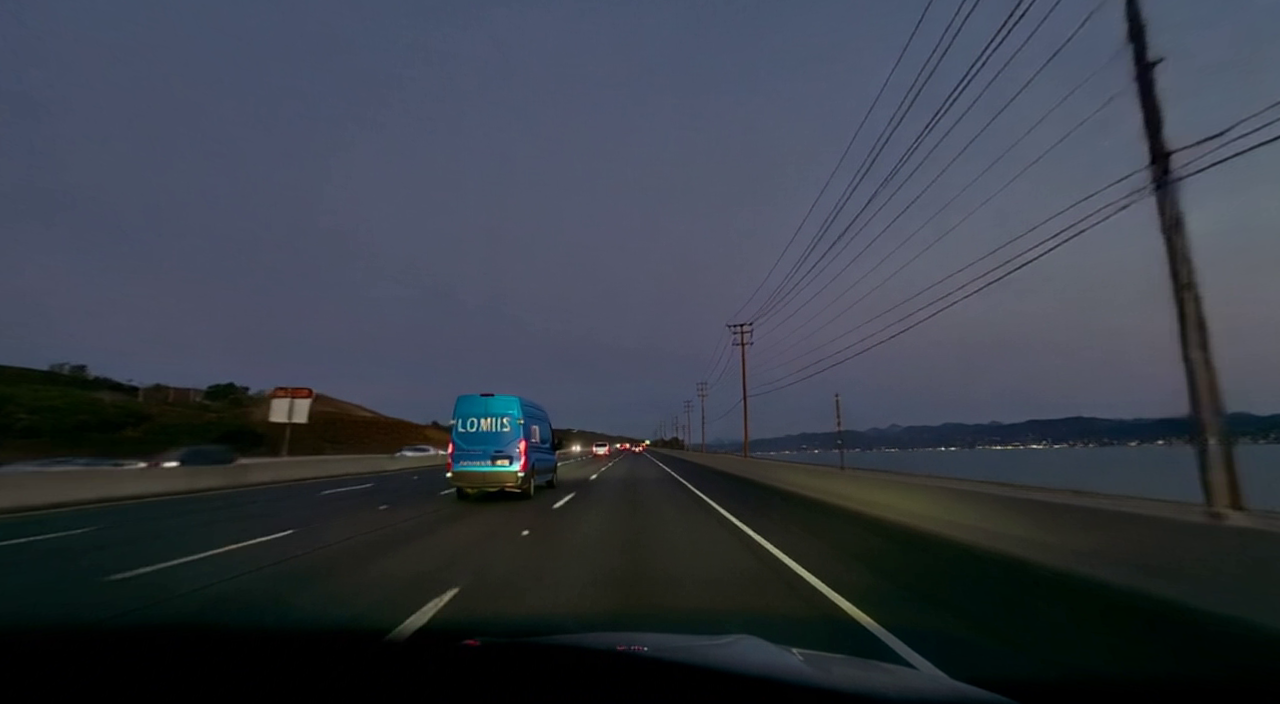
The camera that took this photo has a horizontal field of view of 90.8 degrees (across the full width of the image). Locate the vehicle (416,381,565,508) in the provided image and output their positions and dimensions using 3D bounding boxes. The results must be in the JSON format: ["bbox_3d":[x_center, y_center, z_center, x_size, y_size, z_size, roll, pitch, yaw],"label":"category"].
[{"bbox_3d":[-3.632,2.480,17.051,2.331,2.757,6.581,0,-8,1],"label":"vehicle"}]
